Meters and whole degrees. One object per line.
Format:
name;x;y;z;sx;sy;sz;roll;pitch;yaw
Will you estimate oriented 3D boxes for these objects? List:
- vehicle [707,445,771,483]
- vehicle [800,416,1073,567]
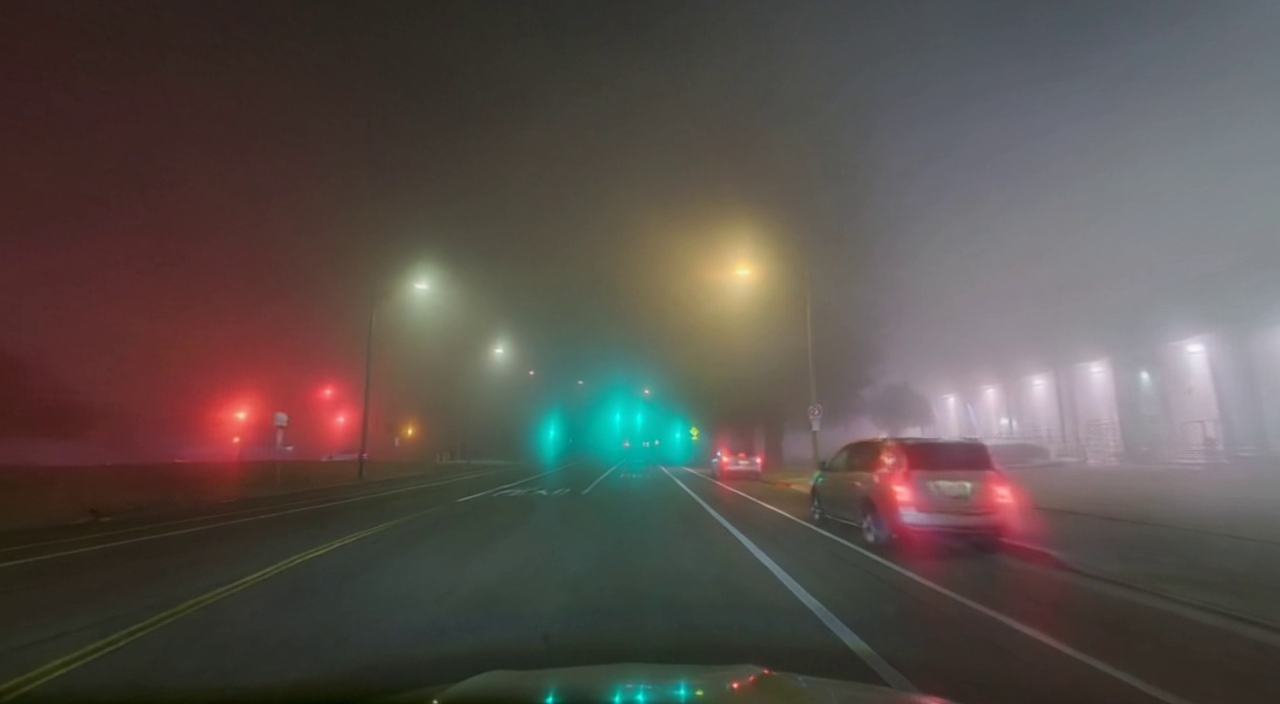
vehicle;4.157;4.774;27.245;1.856;1.462;4.501;1;-8;-2
vehicle;4.066;1.972;9.714;1.957;1.753;4.413;0;-8;-1
